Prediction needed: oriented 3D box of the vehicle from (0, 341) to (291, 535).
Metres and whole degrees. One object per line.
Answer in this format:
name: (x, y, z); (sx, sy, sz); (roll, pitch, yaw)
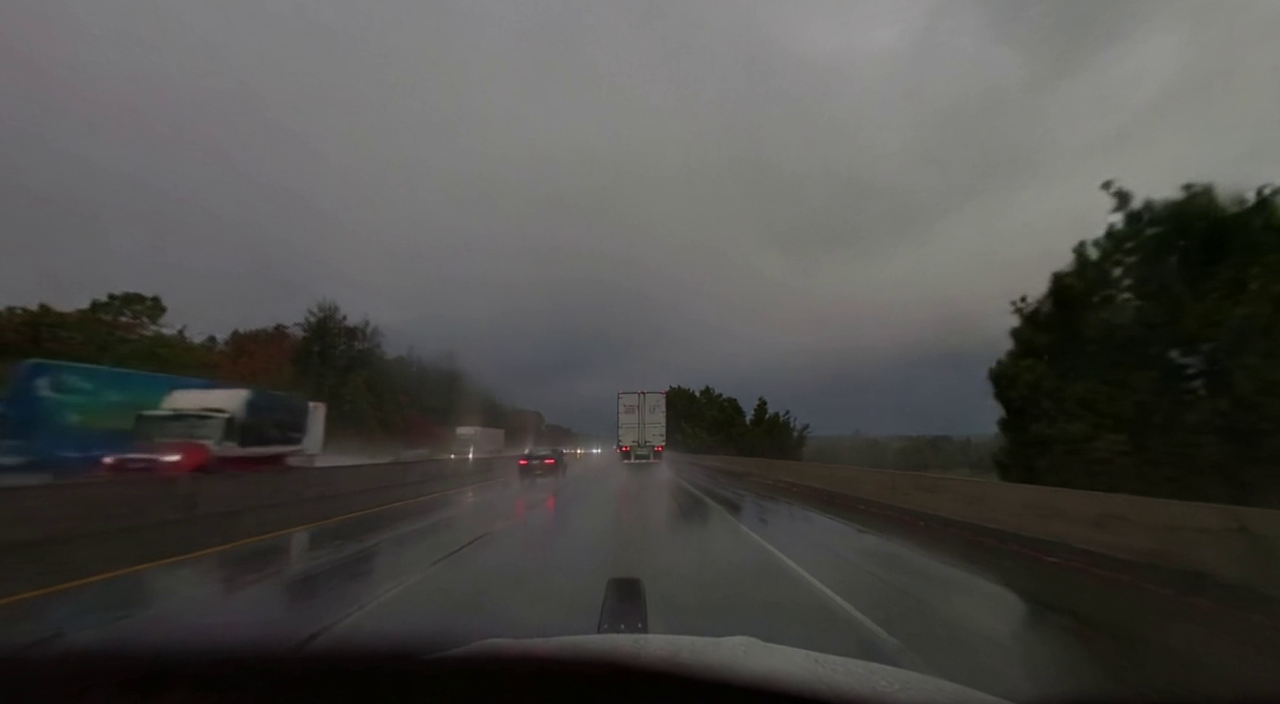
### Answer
vehicle: (-13.438, 2.336, 16.399); (3.118, 3.575, 9.694); (0, -9, 0)

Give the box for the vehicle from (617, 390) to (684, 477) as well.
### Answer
vehicle: (0.381, 4.352, 32.754); (2.959, 3.828, 9.617); (0, -9, -1)

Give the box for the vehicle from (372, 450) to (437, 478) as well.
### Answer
vehicle: (-13.383, 6.396, 36.152); (1.928, 1.490, 4.689); (0, -9, 0)

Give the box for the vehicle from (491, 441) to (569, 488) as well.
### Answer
vehicle: (-3.991, 4.192, 23.783); (2.074, 1.546, 4.946); (0, -9, 0)
